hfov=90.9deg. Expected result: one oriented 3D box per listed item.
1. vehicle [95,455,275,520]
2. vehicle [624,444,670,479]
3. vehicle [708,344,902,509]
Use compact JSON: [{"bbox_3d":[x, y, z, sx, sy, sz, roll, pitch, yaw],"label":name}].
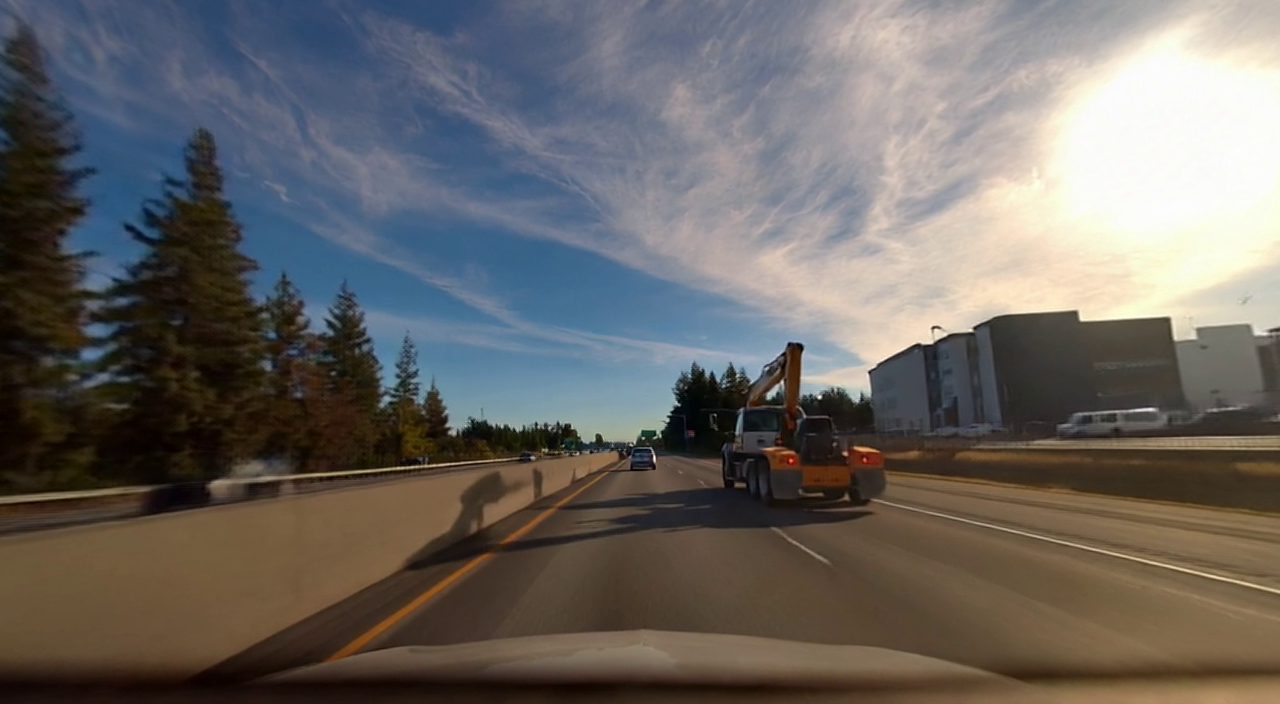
[{"bbox_3d":[-12.239,3.622,17.350,1.947,1.500,3.999,0,-9,0],"label":"vehicle"},{"bbox_3d":[0.290,5.160,29.884,2.045,1.527,4.023,0,-9,0],"label":"vehicle"},{"bbox_3d":[3.986,2.198,17.677,3.089,3.568,8.101,0,-9,-1],"label":"vehicle"}]
